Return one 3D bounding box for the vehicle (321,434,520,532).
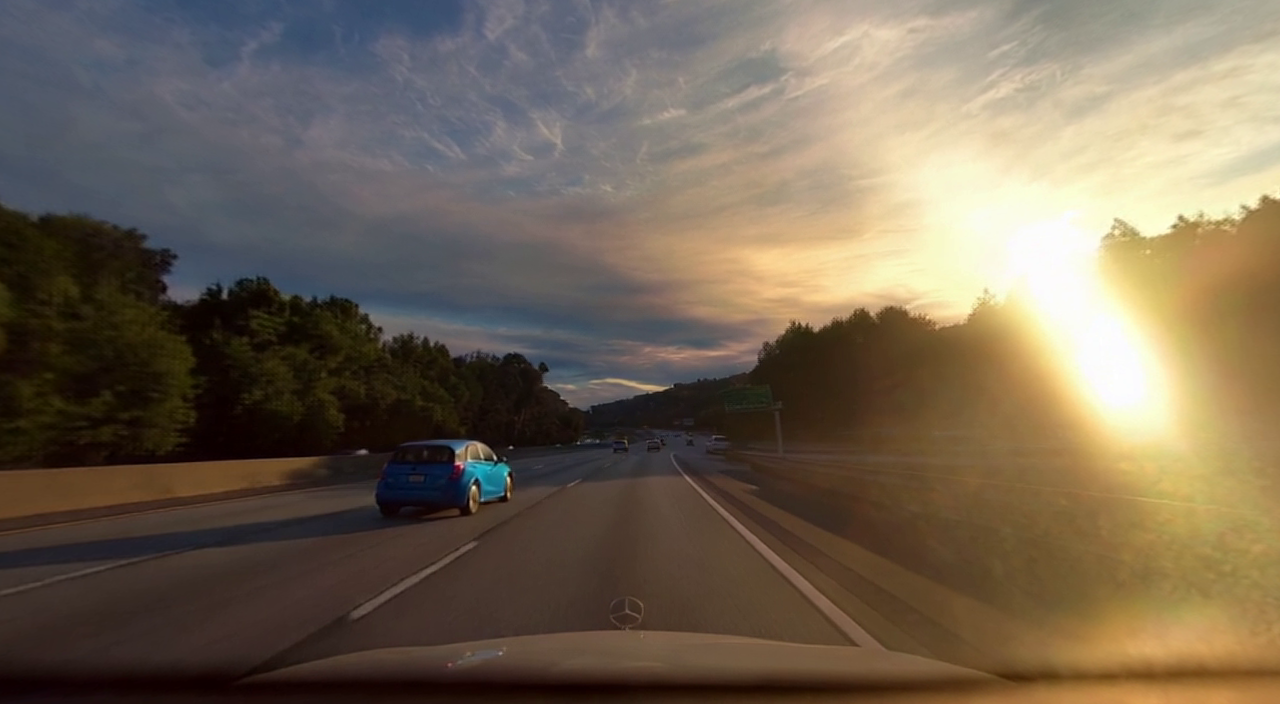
[{"bbox_3d":[-3.745,2.302,11.762,1.996,1.454,4.495,0,-8,2],"label":"vehicle"}]
